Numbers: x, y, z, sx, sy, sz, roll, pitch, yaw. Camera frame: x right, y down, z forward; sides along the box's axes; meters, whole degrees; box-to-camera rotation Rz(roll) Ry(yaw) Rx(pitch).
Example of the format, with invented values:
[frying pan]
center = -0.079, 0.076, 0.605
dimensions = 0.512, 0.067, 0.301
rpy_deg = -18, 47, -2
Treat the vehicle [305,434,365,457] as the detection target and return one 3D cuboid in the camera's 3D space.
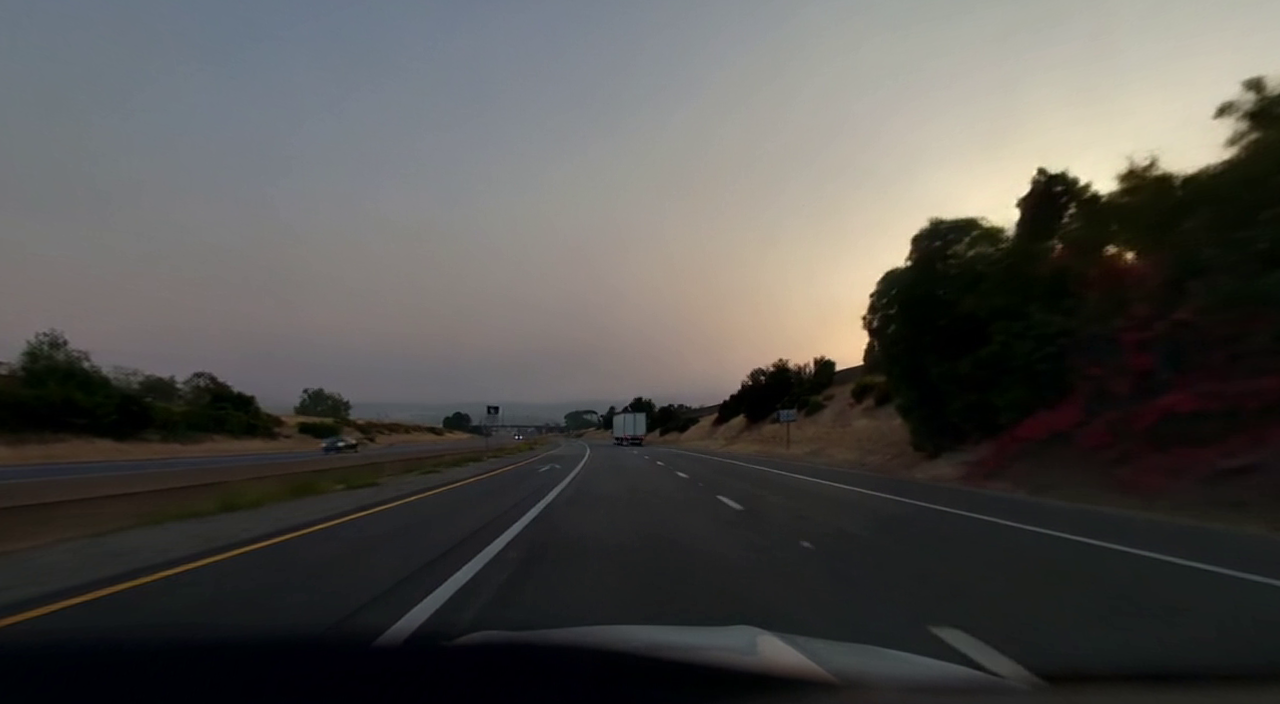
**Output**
[vehicle]
center = -21.476, 6.586, 44.551
dimensions = 2.083, 1.487, 4.759
rpy_deg = 0, -8, -3
